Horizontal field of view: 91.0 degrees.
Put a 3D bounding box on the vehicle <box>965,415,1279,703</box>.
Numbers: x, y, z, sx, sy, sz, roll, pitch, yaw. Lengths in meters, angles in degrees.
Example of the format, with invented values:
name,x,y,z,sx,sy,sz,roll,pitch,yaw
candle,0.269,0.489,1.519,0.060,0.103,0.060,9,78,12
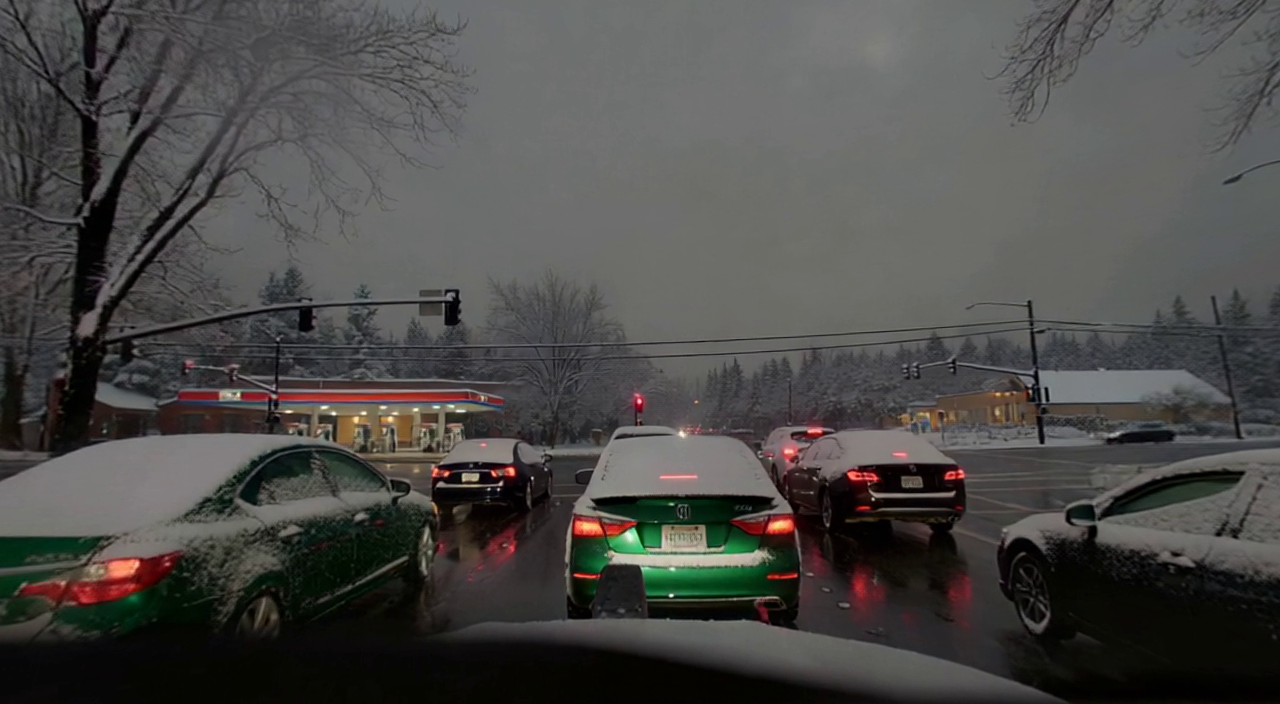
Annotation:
name,x,y,z,sx,sy,sz,roll,pitch,yaw
vehicle,4.174,1.136,3.610,1.950,1.497,4.686,0,-9,-3

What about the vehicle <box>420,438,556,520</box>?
name,x,y,z,sx,sy,sz,roll,pitch,yaw
vehicle,-3.078,2.648,13.708,1.867,1.474,4.237,0,-9,1

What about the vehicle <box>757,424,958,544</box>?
name,x,y,z,sx,sy,sz,roll,pitch,yaw
vehicle,3.378,2.132,10.793,1.947,1.630,4.127,0,-9,0

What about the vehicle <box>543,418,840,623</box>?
name,x,y,z,sx,sy,sz,roll,pitch,yaw
vehicle,0.330,1.586,6.940,2.220,1.507,4.317,0,-9,-2

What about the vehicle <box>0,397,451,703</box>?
name,x,y,z,sx,sy,sz,roll,pitch,yaw
vehicle,-3.013,1.249,4.613,1.887,1.493,4.255,0,-9,1
